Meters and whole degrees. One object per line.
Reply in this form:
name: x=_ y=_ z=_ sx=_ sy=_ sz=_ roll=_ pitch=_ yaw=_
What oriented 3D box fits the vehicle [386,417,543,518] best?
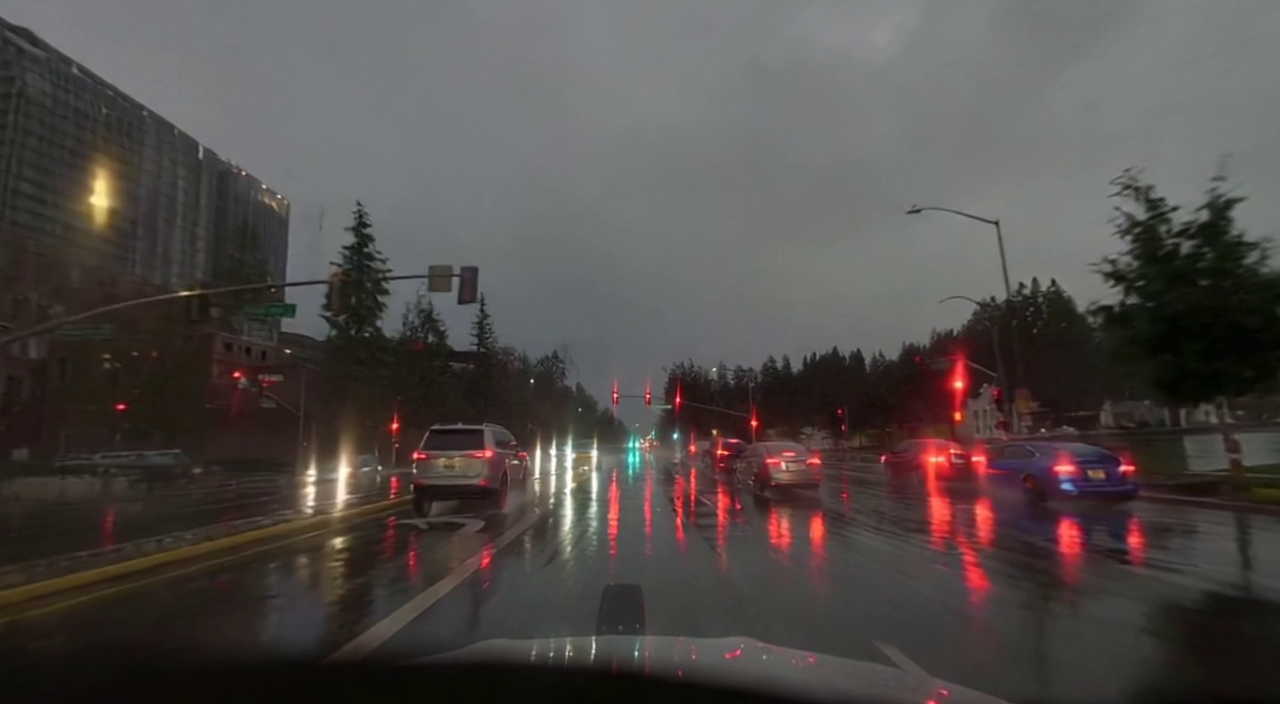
vehicle: x=-3.498 y=2.393 z=13.517 sx=2.155 sy=1.797 sz=3.989 roll=-1 pitch=-8 yaw=1

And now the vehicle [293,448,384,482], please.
vehicle: x=-14.396 y=5.380 z=30.475 sx=1.919 sy=1.475 sz=4.467 roll=-1 pitch=-8 yaw=4

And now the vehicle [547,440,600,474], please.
vehicle: x=-3.009 y=4.889 z=29.636 sx=2.032 sy=1.442 sz=4.336 roll=0 pitch=-8 yaw=0

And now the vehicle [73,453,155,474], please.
vehicle: x=-39.206 y=8.308 z=47.164 sx=4.409 sy=1.447 sz=1.821 roll=0 pitch=-8 yaw=-1

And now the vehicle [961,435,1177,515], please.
vehicle: x=9.177 y=2.643 z=14.065 sx=1.884 sy=1.478 sz=4.164 roll=0 pitch=-8 yaw=0

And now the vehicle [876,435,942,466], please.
vehicle: x=15.246 y=5.519 z=35.675 sx=2.173 sy=1.614 sz=4.335 roll=-7 pitch=-11 yaw=39

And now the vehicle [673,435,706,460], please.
vehicle: x=3.646 y=7.151 z=47.354 sx=2.090 sy=1.737 sz=4.299 roll=0 pitch=-8 yaw=-1

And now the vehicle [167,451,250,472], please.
vehicle: x=-32.060 y=8.155 z=47.012 sx=4.768 sy=1.481 sz=1.949 roll=-1 pitch=-8 yaw=1

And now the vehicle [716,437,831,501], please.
vehicle: x=3.450 y=3.120 z=17.305 sx=2.054 sy=1.473 sz=4.511 roll=0 pitch=-8 yaw=-2
